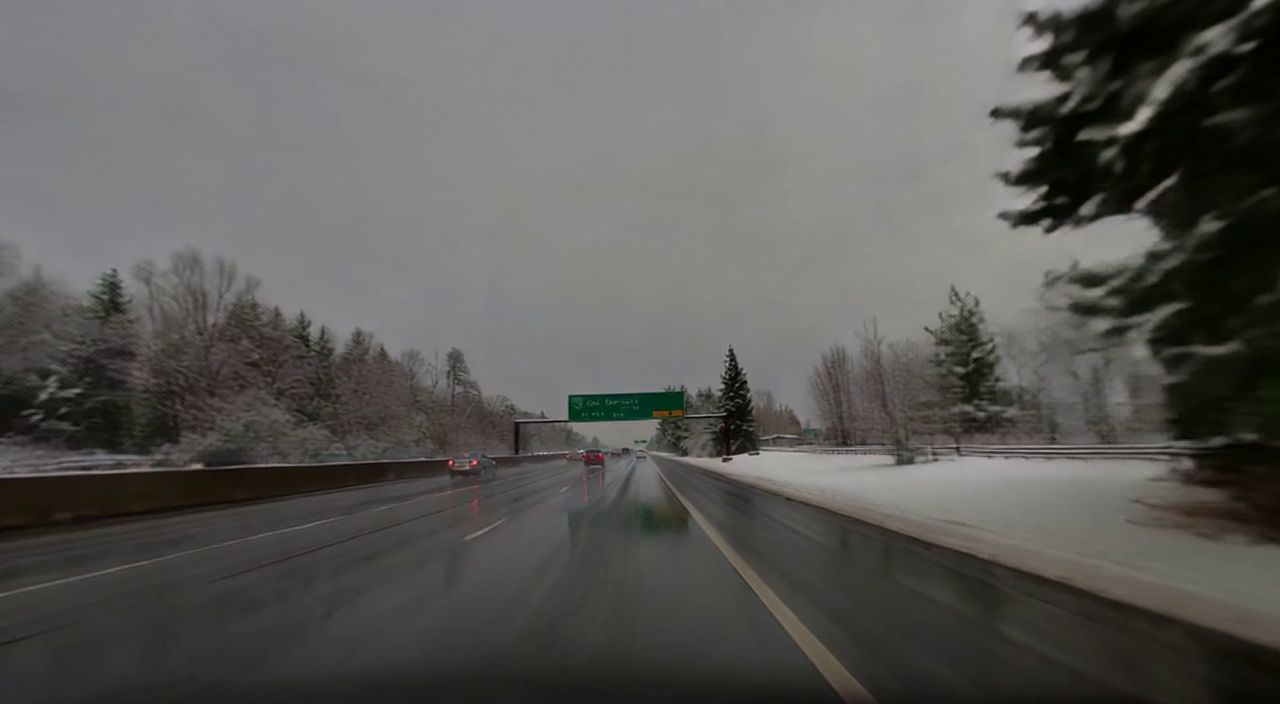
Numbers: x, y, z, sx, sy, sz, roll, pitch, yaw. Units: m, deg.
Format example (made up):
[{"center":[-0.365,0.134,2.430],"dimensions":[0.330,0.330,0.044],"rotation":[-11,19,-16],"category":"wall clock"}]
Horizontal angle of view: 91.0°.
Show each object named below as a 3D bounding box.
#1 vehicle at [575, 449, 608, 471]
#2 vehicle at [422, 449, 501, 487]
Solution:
[{"center":[-3.580,8.064,47.152],"dimensions":[2.102,1.571,4.666],"rotation":[0,-9,0],"category":"vehicle"},{"center":[-7.537,4.926,27.120],"dimensions":[2.002,1.507,4.631],"rotation":[0,-9,1],"category":"vehicle"}]
